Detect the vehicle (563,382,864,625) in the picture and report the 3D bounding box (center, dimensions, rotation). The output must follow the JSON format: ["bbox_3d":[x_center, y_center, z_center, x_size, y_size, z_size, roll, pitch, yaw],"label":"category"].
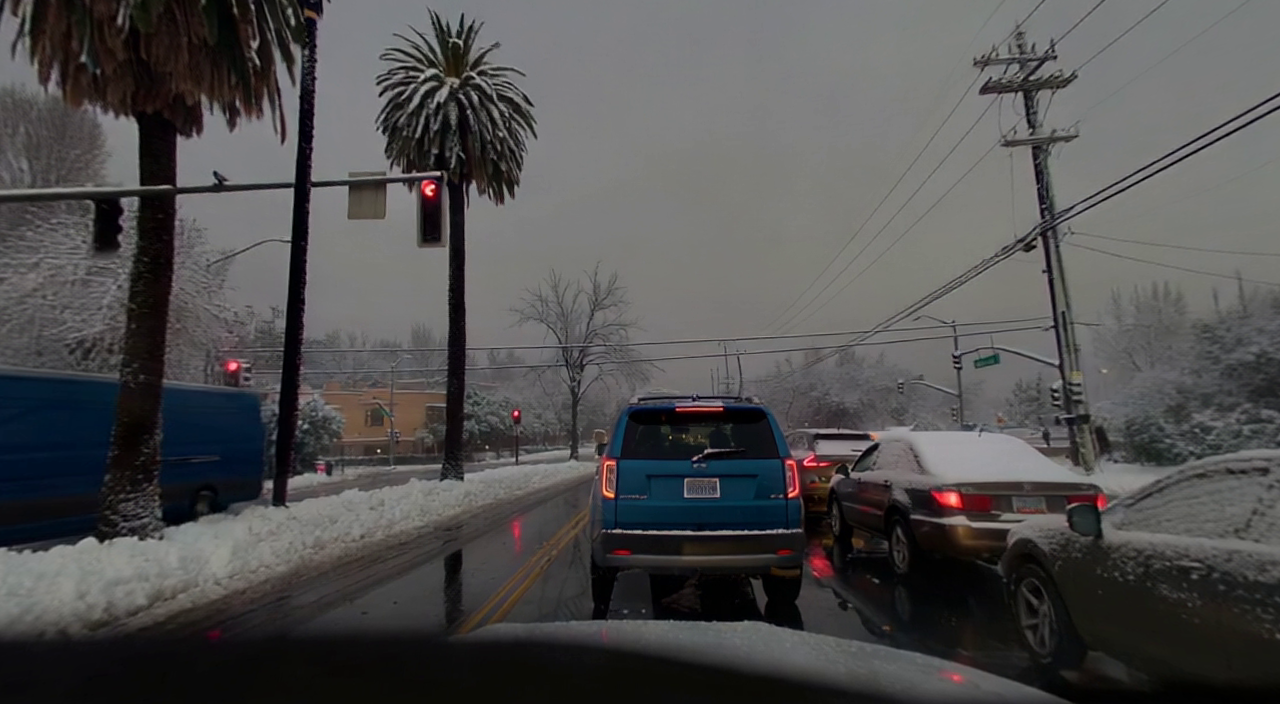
[{"bbox_3d":[0.467,1.435,6.876,2.228,1.780,4.269,0,-9,-2],"label":"vehicle"}]

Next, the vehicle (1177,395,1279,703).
[{"bbox_3d":[3.362,0.644,0.650,1.805,1.485,4.348,0,-9,1],"label":"vehicle"}]

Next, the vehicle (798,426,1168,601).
[{"bbox_3d":[3.442,1.684,7.500,1.895,1.456,4.255,0,-9,-2],"label":"vehicle"}]

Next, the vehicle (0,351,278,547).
[{"bbox_3d":[-14.052,2.290,14.960,2.973,3.889,11.535,-1,-9,6],"label":"vehicle"}]
